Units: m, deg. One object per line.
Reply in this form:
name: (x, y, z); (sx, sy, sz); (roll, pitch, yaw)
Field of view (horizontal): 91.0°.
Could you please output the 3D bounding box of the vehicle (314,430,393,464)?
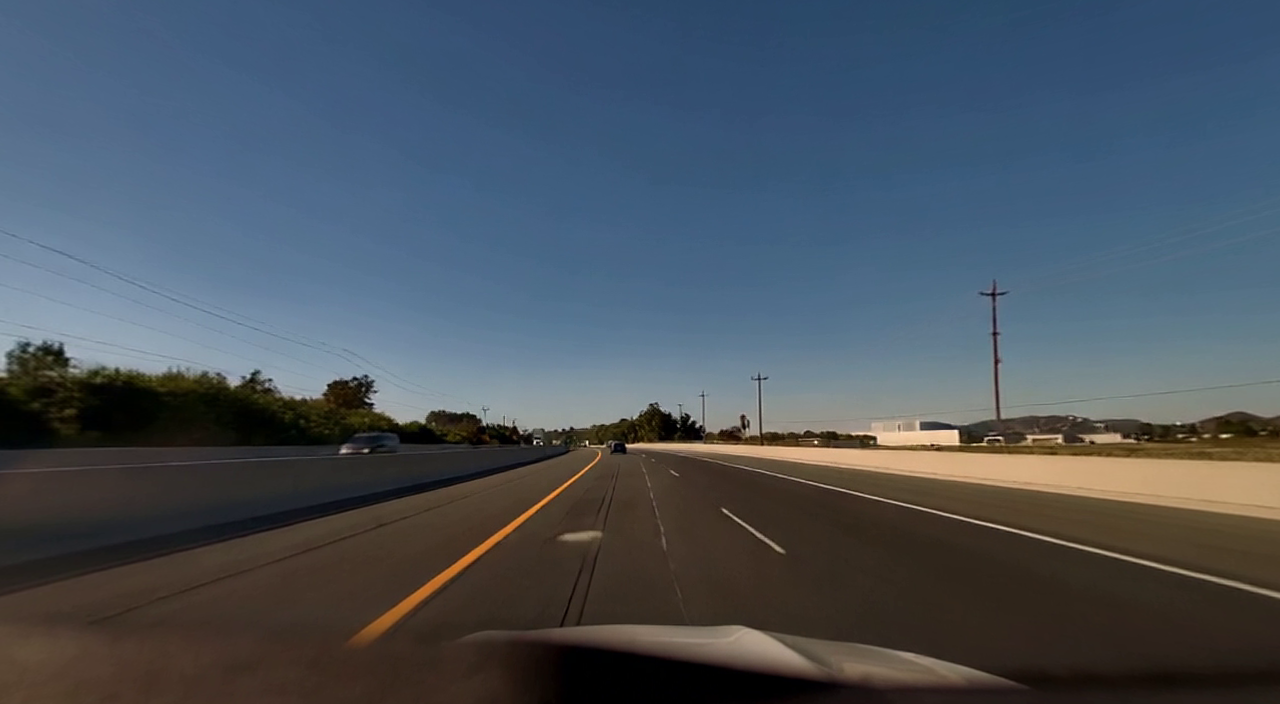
vehicle: (-14.247, 4.726, 31.609); (2.011, 1.555, 4.404); (0, -8, -3)
